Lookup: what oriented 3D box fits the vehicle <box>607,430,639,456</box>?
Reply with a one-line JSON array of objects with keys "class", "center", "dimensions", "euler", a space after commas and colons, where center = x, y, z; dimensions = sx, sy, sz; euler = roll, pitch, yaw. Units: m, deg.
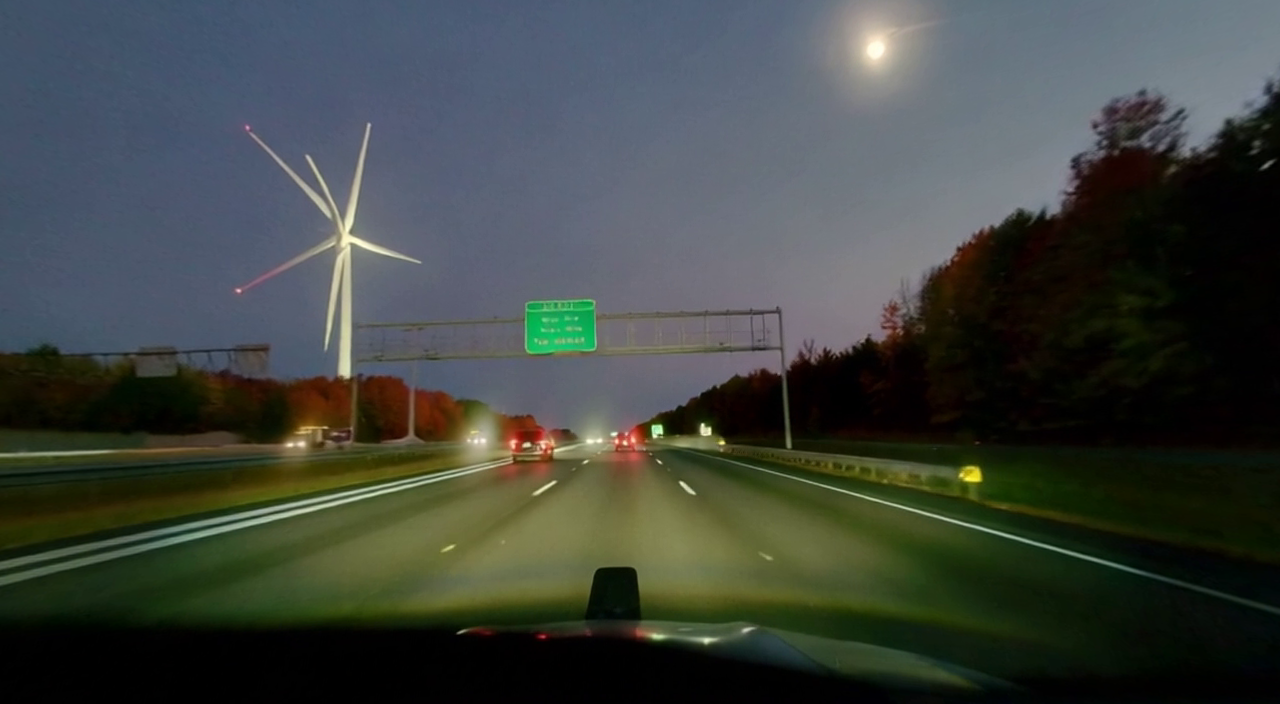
[{"class": "vehicle", "center": [-1.212, 6.554, 45.448], "dimensions": [2.213, 1.774, 4.563], "euler": [0, -8, -1]}]

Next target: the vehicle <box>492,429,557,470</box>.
[{"class": "vehicle", "center": [-4.944, 4.227, 27.491], "dimensions": [2.062, 1.622, 4.153], "euler": [0, -8, -1]}]
